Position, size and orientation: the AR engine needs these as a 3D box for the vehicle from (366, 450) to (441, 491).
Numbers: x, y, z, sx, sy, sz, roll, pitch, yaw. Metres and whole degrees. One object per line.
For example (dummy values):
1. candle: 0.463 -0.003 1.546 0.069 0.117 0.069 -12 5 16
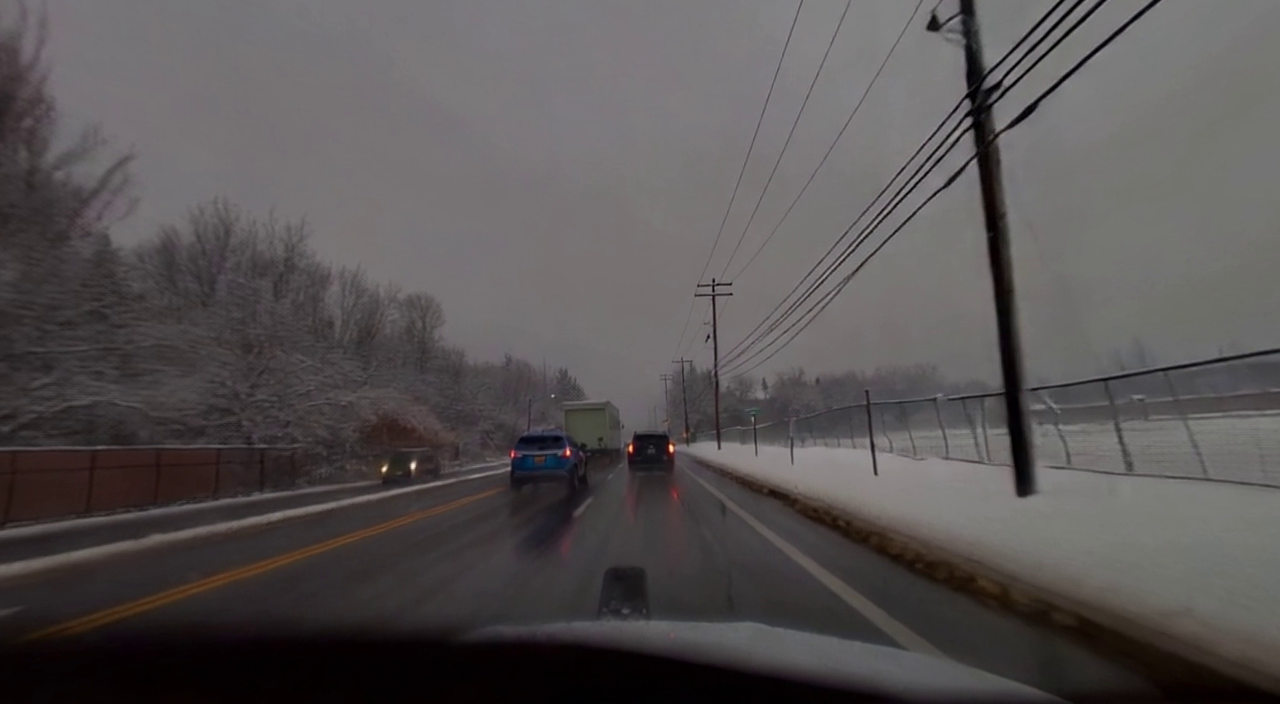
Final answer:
1. vehicle: -11.739 5.869 31.557 1.959 1.691 4.479 -5 -9 0

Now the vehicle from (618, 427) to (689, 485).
1. vehicle: 0.413 3.532 21.575 2.174 1.749 4.113 -1 -9 0

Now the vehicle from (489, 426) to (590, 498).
1. vehicle: -2.780 3.192 18.592 2.093 1.832 4.508 -1 -9 2

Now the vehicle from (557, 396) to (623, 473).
1. vehicle: -2.603 4.806 36.075 2.928 3.658 10.953 -1 -9 0
